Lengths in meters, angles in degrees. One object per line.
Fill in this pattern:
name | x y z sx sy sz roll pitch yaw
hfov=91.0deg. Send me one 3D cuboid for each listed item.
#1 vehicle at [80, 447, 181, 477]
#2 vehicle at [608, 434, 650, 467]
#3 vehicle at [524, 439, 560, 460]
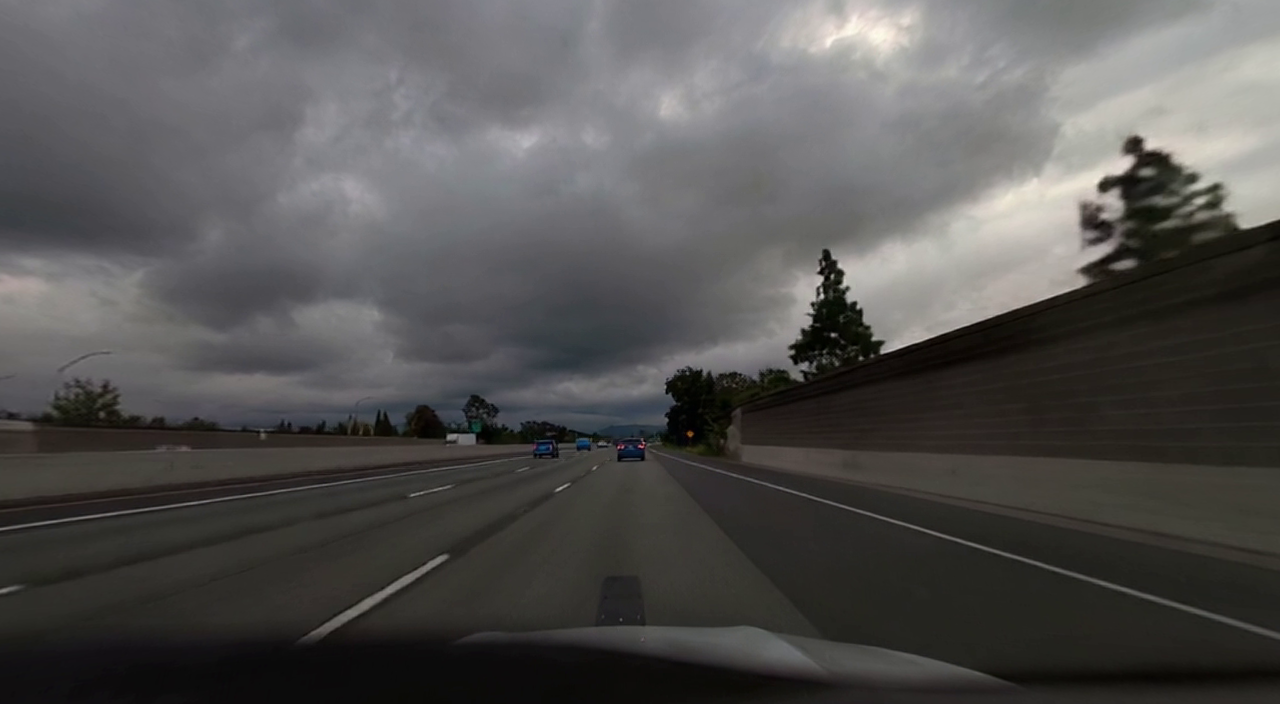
vehicle | -29.103 6.263 36.205 1.875 1.536 4.652 0 -8 0
vehicle | -0.547 5.389 34.577 2.141 1.706 4.065 0 -8 0
vehicle | -7.515 7.572 48.834 2.019 1.523 4.396 0 -8 1
